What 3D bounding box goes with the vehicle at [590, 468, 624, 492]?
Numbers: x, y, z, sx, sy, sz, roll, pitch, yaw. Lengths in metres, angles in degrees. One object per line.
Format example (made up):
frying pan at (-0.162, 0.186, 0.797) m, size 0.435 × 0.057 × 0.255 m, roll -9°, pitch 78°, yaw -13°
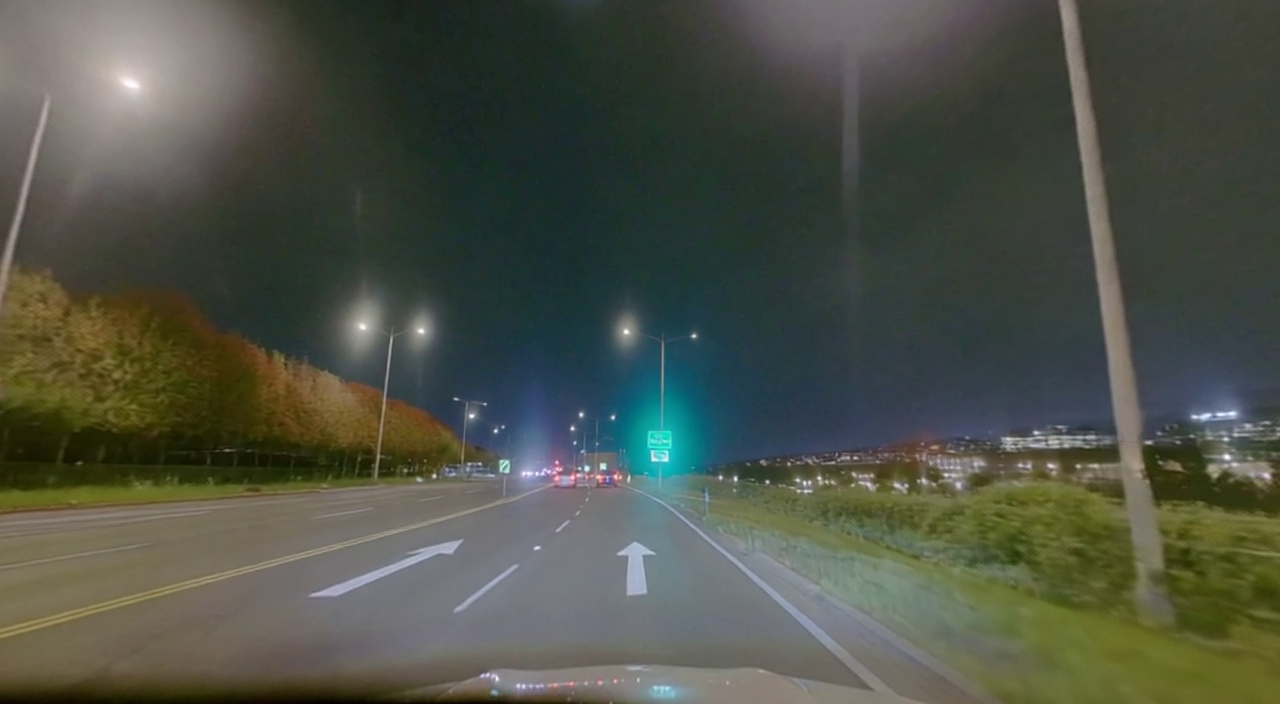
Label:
vehicle at (-2.365, 8.949, 44.216) m, size 2.129 × 1.471 × 4.258 m, roll 2°, pitch -11°, yaw -6°
